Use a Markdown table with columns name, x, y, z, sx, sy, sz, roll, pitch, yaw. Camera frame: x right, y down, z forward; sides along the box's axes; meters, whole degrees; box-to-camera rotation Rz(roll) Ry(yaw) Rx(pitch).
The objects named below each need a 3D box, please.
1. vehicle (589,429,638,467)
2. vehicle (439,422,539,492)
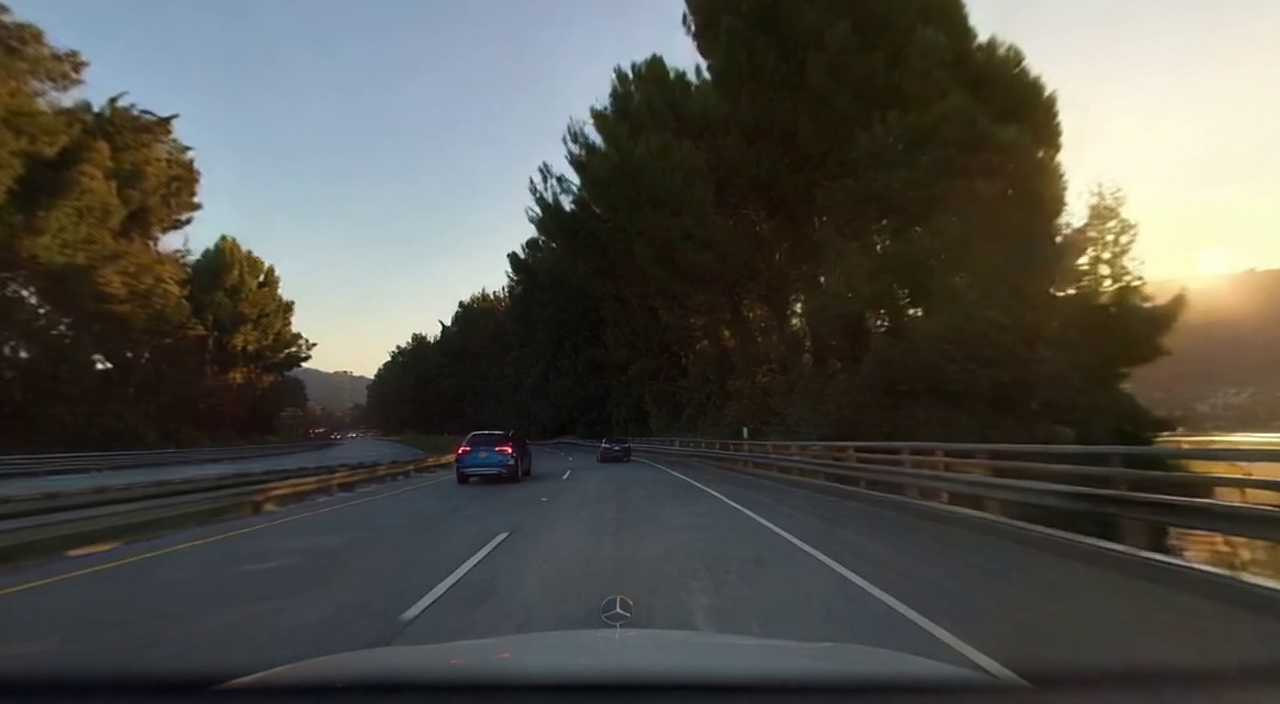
| name | x | y | z | sx | sy | sz | roll | pitch | yaw |
| --- | --- | --- | --- | --- | --- | --- | --- | --- | --- |
| vehicle | -1.463 | 5.023 | 33.319 | 2.452 | 1.857 | 4.022 | 1 | -8 | -5 |
| vehicle | -4.423 | 3.140 | 19.325 | 2.053 | 1.847 | 4.760 | 0 | -8 | -2 |
